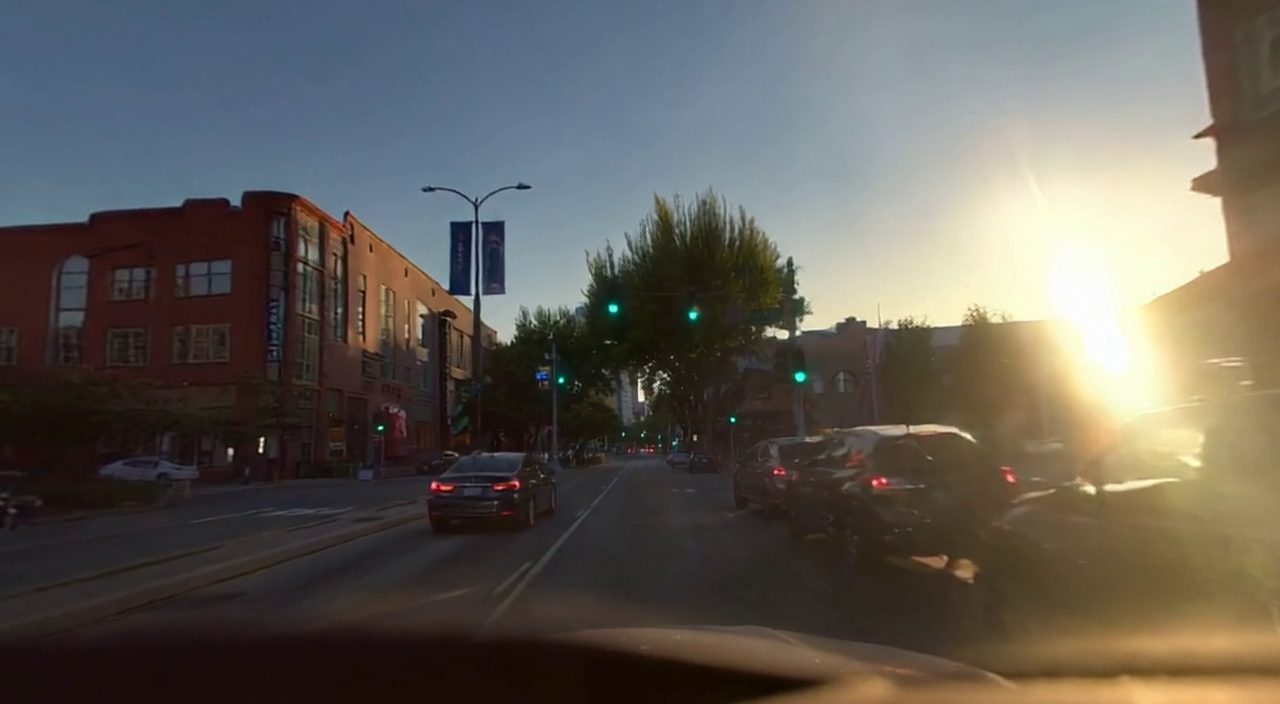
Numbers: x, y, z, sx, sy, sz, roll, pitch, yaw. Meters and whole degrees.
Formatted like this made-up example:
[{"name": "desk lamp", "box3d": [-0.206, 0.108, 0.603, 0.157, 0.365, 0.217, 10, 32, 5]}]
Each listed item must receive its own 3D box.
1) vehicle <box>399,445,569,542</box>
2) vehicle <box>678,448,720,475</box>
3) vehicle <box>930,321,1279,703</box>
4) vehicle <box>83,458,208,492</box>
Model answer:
[{"name": "vehicle", "box3d": [-2.607, 2.465, 11.759, 2.030, 1.436, 4.388, 0, -8, 0]}, {"name": "vehicle", "box3d": [3.406, 6.416, 37.223, 1.950, 1.462, 4.807, 0, -8, -1]}, {"name": "vehicle", "box3d": [3.169, 0.842, 2.359, 2.086, 1.792, 4.608, -1, -9, 2]}, {"name": "vehicle", "box3d": [-23.686, 5.875, 30.291, 4.358, 1.522, 1.970, -1, -8, 3]}]
